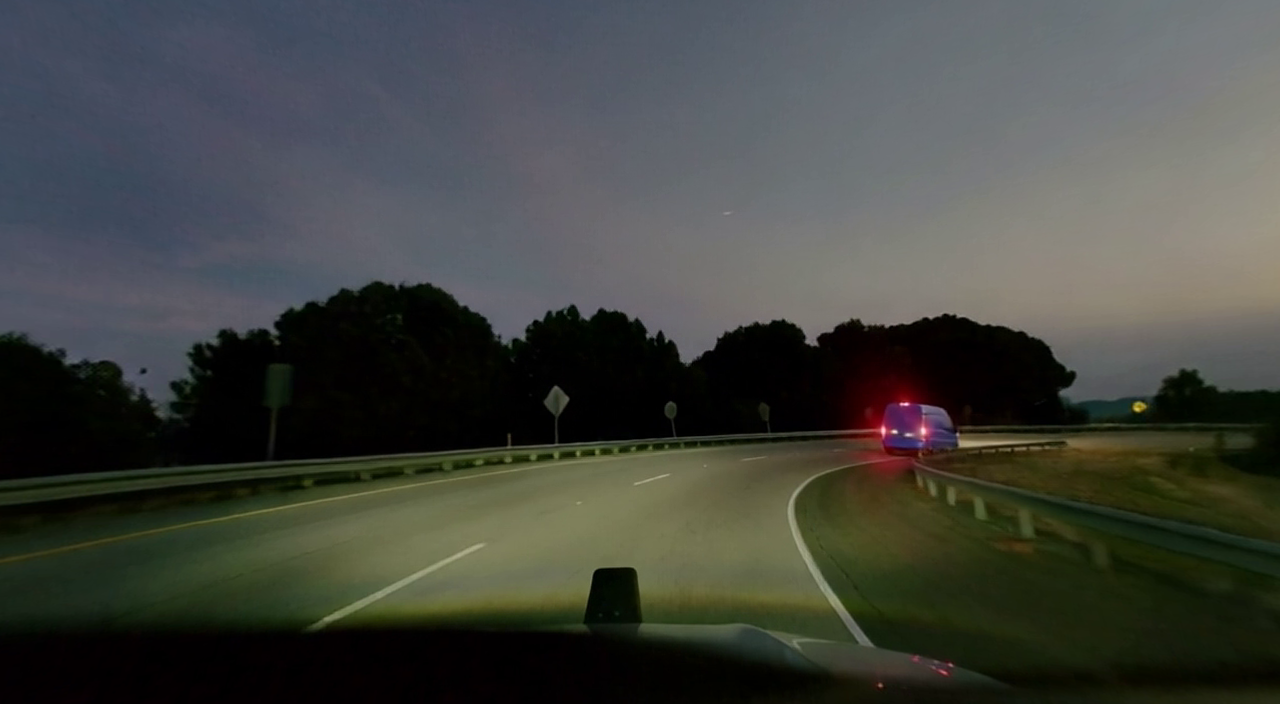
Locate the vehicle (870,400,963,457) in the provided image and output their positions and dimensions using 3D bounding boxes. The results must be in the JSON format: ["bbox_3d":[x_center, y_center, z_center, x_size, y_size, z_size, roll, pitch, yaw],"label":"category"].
[{"bbox_3d":[13.806,3.842,31.296,2.352,2.577,5.330,-7,-11,44],"label":"vehicle"}]
